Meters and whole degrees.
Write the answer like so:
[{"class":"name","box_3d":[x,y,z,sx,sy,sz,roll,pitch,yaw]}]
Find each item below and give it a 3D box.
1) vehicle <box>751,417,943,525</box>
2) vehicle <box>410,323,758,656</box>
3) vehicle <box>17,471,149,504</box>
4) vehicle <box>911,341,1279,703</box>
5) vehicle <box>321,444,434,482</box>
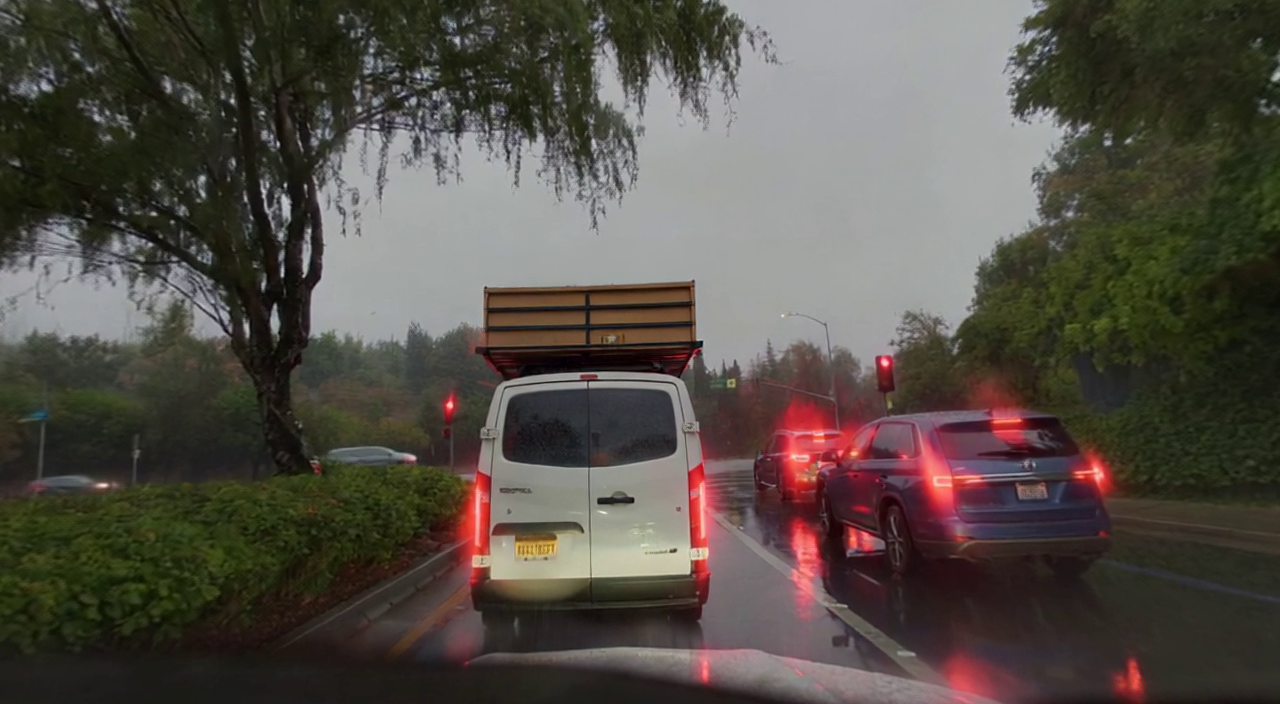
[{"class":"vehicle","box_3d":[3.698,2.217,12.268,2.024,1.692,4.252,1,-9,-4]},{"class":"vehicle","box_3d":[-0.358,1.165,6.184,2.145,2.089,4.309,0,-9,0]},{"class":"vehicle","box_3d":[-25.395,6.193,28.923,4.135,1.321,1.687,2,-9,-11]},{"class":"vehicle","box_3d":[3.449,0.940,3.398,1.965,1.671,4.146,0,-9,-3]},{"class":"vehicle","box_3d":[-14.136,5.953,34.183,5.241,1.894,2.257,5,-10,-32]}]
